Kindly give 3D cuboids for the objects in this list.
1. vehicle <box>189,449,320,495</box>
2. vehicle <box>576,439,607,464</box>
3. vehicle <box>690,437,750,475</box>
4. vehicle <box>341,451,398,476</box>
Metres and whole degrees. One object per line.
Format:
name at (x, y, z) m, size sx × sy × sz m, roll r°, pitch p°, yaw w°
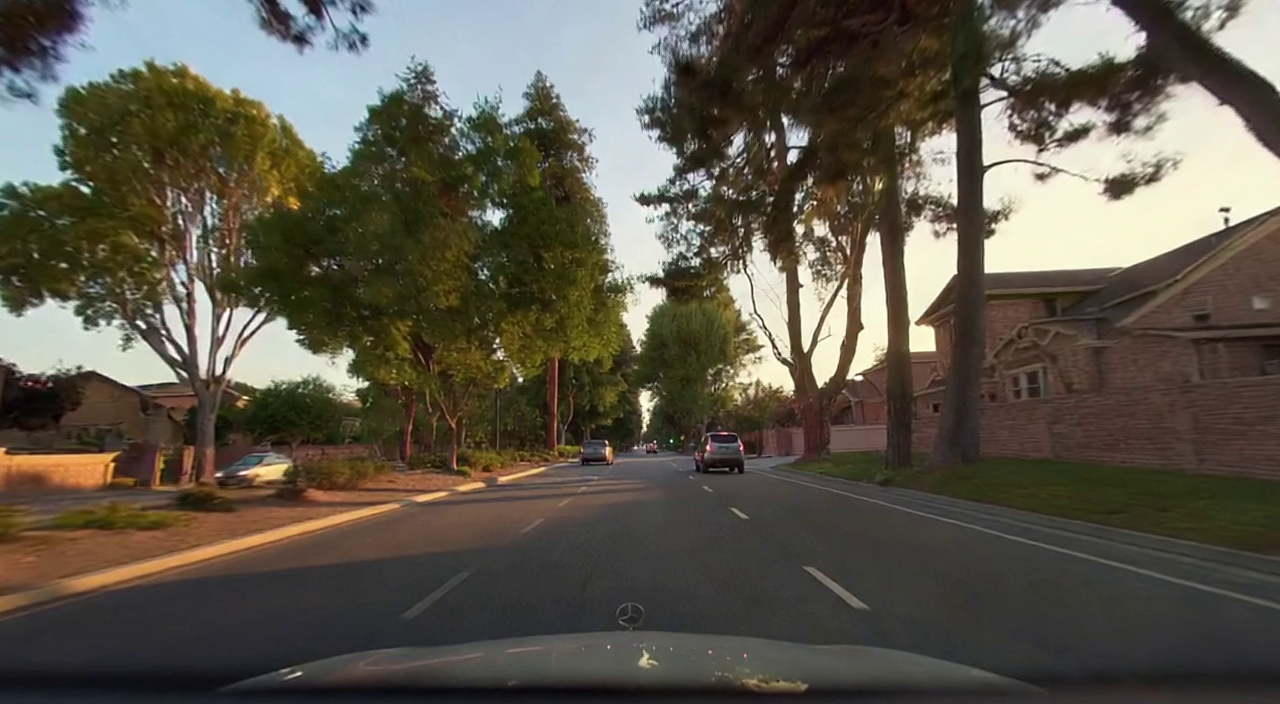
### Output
vehicle at (-13.915, 4.329, 23.135) m, size 1.838 × 1.477 × 4.622 m, roll 0°, pitch -8°, yaw 0°
vehicle at (-3.614, 7.466, 47.385) m, size 2.002 × 1.747 × 4.728 m, roll 0°, pitch -8°, yaw -1°
vehicle at (3.823, 5.106, 31.175) m, size 2.321 × 1.695 × 5.037 m, roll 0°, pitch -8°, yaw 0°
vehicle at (-17.028, 7.004, 39.805) m, size 1.855 × 1.494 × 3.825 m, roll 0°, pitch -8°, yaw 1°
